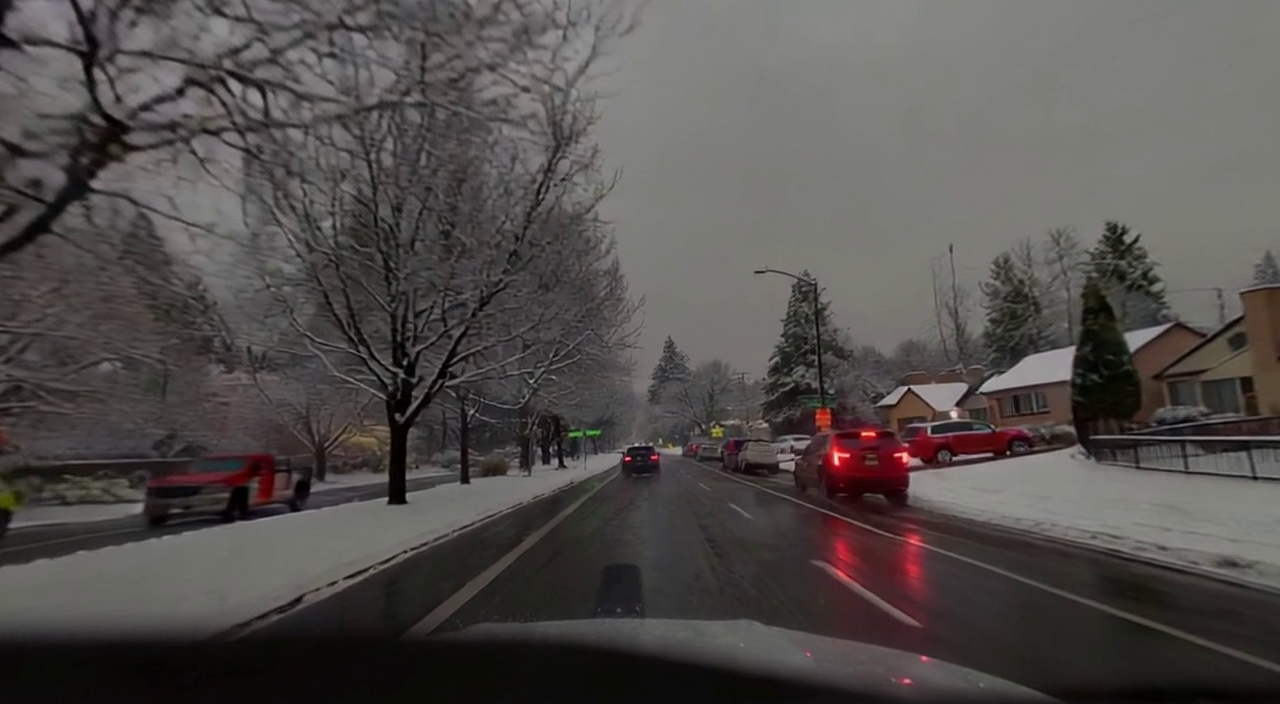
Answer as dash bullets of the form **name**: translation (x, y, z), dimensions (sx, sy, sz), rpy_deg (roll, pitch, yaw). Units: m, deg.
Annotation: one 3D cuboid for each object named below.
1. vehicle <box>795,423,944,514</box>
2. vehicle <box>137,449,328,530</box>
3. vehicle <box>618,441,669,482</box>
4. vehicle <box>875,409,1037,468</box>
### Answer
- **vehicle**: translation (5.131, 2.673, 14.981), dimensions (2.045, 1.776, 4.851), rpy_deg (-1, -8, 5)
- **vehicle**: translation (-10.303, 3.454, 16.503), dimensions (2.028, 1.759, 4.360), rpy_deg (0, -8, 0)
- **vehicle**: translation (0.192, 4.800, 27.979), dimensions (2.106, 1.655, 3.717), rpy_deg (0, -8, 1)
- **vehicle**: translation (11.928, 3.356, 24.180), dimensions (4.919, 1.886, 2.086), rpy_deg (-4, -10, 2)
